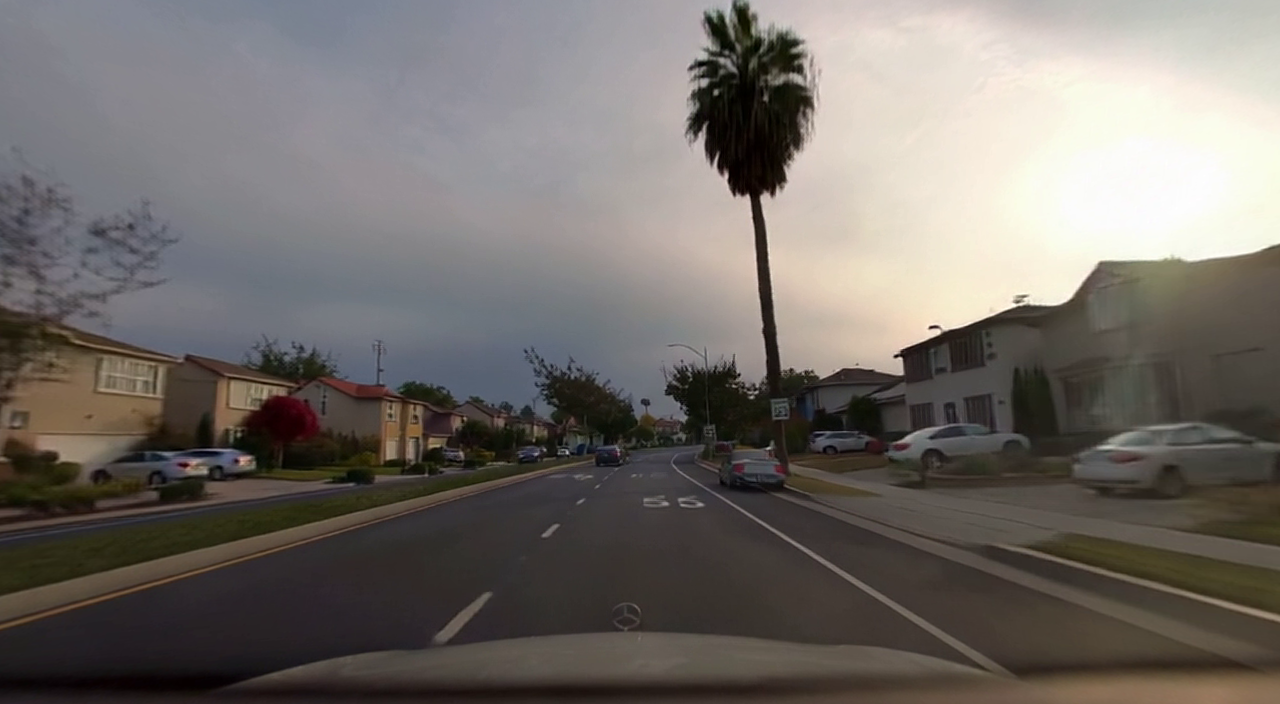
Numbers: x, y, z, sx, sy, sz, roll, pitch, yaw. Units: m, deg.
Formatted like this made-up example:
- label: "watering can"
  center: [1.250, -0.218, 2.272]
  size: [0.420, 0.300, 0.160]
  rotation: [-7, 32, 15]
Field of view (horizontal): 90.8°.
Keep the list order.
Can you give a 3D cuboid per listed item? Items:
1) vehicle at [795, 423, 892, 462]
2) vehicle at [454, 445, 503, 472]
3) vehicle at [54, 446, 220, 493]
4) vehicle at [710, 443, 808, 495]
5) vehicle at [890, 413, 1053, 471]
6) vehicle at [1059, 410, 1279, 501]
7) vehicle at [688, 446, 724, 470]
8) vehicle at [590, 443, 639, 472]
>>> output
- label: "vehicle"
  center: [13.611, 6.107, 42.370]
  size: [5.550, 2.066, 2.288]
  rotation: [-10, -13, 29]
- label: "vehicle"
  center: [-12.470, 8.313, 49.222]
  size: [2.131, 1.902, 4.924]
  rotation: [-3, -10, 6]
- label: "vehicle"
  center: [-20.008, 4.669, 25.298]
  size: [4.992, 1.779, 1.928]
  rotation: [0, -9, 2]
- label: "vehicle"
  center: [3.683, 3.735, 20.586]
  size: [2.025, 1.456, 4.865]
  rotation: [0, -9, -3]
- label: "vehicle"
  center: [11.969, 3.334, 23.114]
  size: [4.710, 1.731, 1.972]
  rotation: [-4, -10, 7]
- label: "vehicle"
  center: [11.354, 2.017, 12.690]
  size: [4.454, 1.499, 1.821]
  rotation: [-3, -9, 0]
- label: "vehicle"
  center: [4.231, 6.874, 41.116]
  size: [2.037, 1.425, 4.621]
  rotation: [0, -9, 3]
- label: "vehicle"
  center: [-1.308, 5.724, 34.378]
  size: [2.035, 1.474, 4.284]
  rotation: [-1, -9, 6]
